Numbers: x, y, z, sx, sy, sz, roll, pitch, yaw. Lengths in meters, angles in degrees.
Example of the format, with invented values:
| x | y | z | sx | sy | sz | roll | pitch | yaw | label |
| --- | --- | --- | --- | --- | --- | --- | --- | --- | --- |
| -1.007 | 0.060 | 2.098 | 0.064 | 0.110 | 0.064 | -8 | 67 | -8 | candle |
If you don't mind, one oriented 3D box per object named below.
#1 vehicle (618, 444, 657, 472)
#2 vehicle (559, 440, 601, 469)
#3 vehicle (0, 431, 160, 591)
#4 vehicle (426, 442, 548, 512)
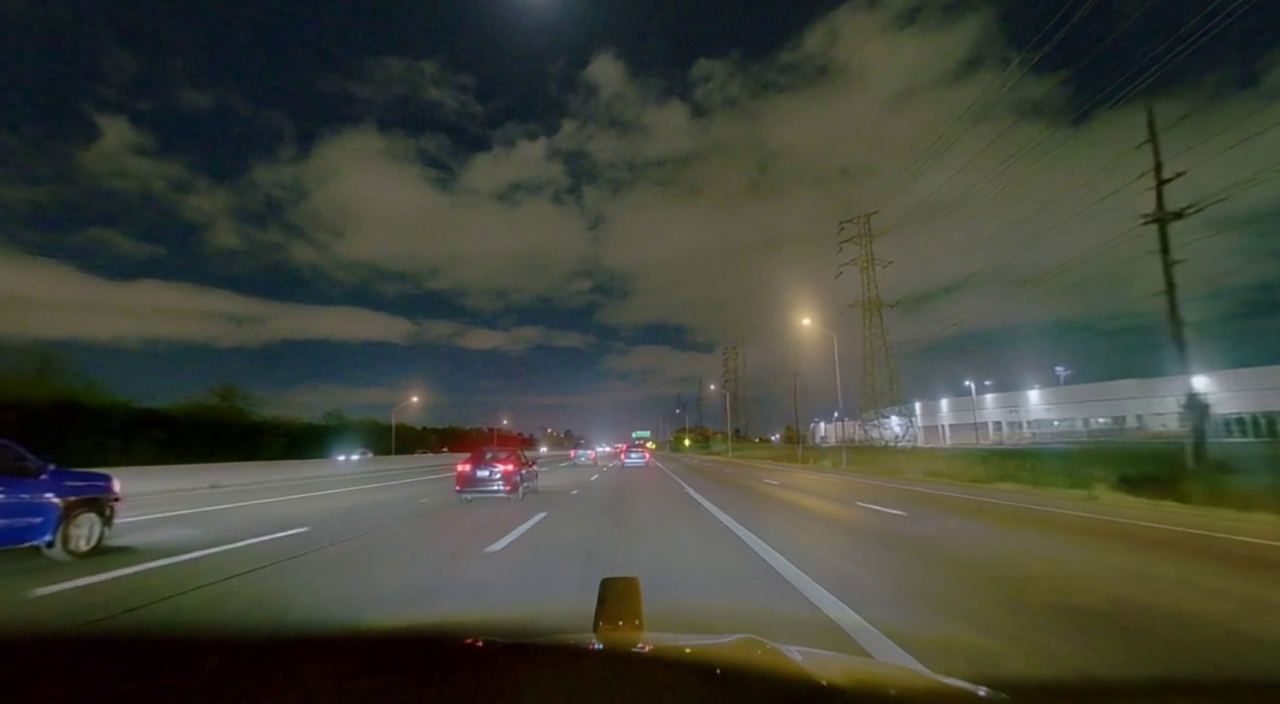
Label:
| x | y | z | sx | sy | sz | roll | pitch | yaw | label |
| --- | --- | --- | --- | --- | --- | --- | --- | --- | --- |
| -0.140 | 5.857 | 35.099 | 2.030 | 1.471 | 4.115 | 0 | -8 | 0 | vehicle |
| -3.822 | 6.602 | 40.824 | 2.244 | 1.752 | 4.439 | 0 | -8 | 0 | vehicle |
| -7.021 | 1.433 | 5.502 | 1.959 | 1.496 | 4.740 | 0 | -8 | 0 | vehicle |
| -3.575 | 2.976 | 15.584 | 1.938 | 1.444 | 4.206 | 0 | -8 | 0 | vehicle |
